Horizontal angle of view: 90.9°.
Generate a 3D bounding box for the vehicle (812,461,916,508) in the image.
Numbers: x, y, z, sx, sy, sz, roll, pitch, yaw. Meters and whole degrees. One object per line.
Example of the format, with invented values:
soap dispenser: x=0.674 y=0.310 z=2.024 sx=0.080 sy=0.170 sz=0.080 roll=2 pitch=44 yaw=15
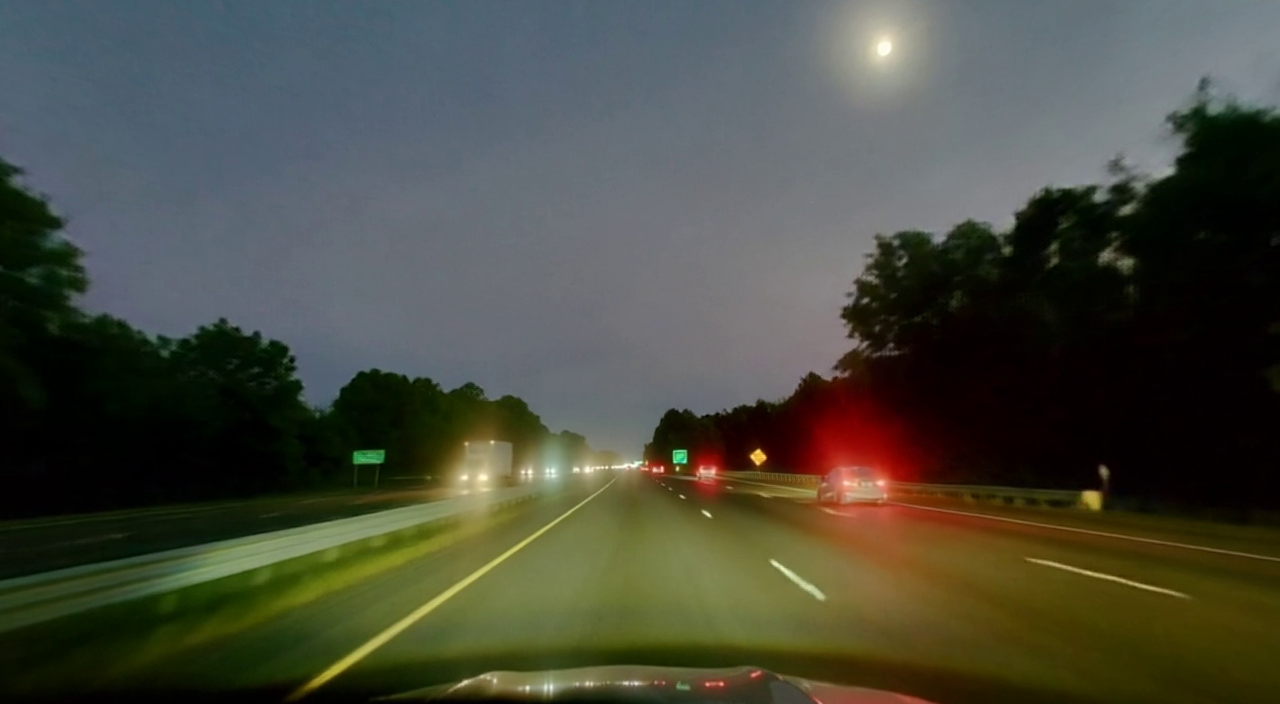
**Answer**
vehicle: x=7.890 y=4.725 z=22.702 sx=2.024 sy=1.476 sz=4.352 roll=1 pitch=-10 yaw=-1
